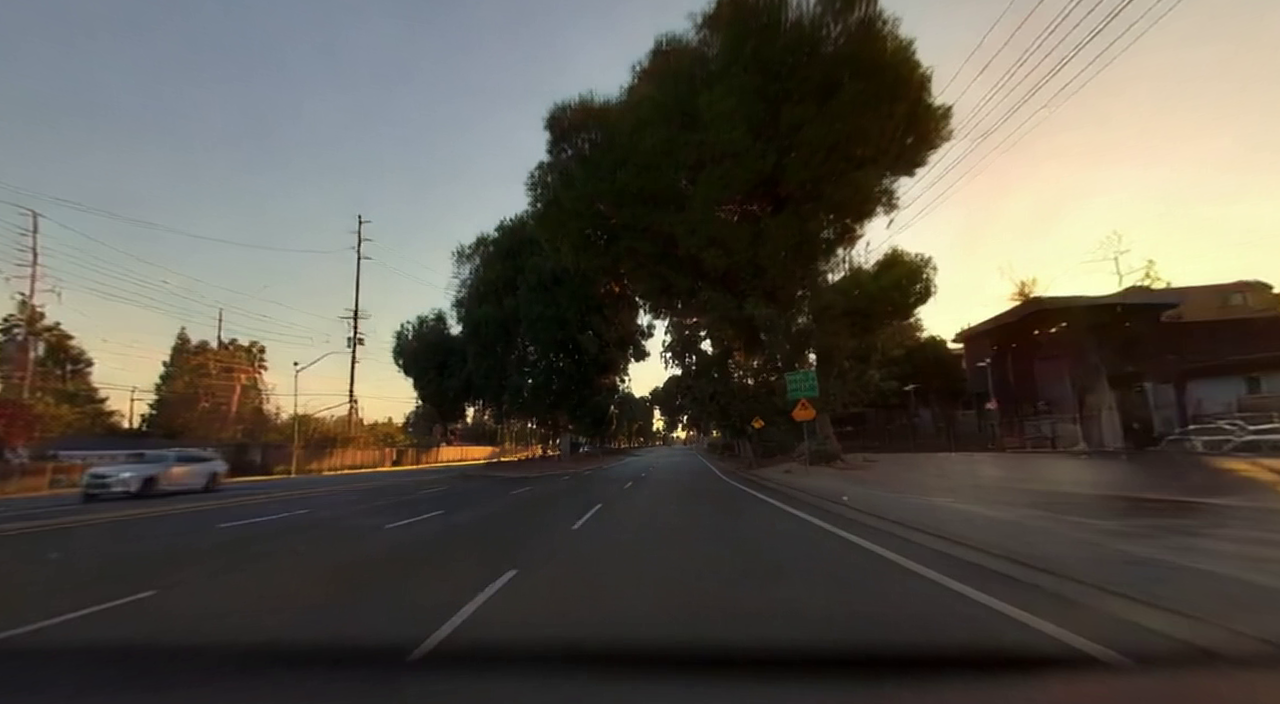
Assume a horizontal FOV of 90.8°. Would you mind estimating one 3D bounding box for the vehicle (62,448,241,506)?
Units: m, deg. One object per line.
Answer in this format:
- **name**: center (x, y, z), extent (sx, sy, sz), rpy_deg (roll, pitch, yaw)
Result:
- **vehicle**: center (-14.549, 3.701, 19.233), extent (1.887, 1.478, 4.471), rpy_deg (0, -8, 0)
